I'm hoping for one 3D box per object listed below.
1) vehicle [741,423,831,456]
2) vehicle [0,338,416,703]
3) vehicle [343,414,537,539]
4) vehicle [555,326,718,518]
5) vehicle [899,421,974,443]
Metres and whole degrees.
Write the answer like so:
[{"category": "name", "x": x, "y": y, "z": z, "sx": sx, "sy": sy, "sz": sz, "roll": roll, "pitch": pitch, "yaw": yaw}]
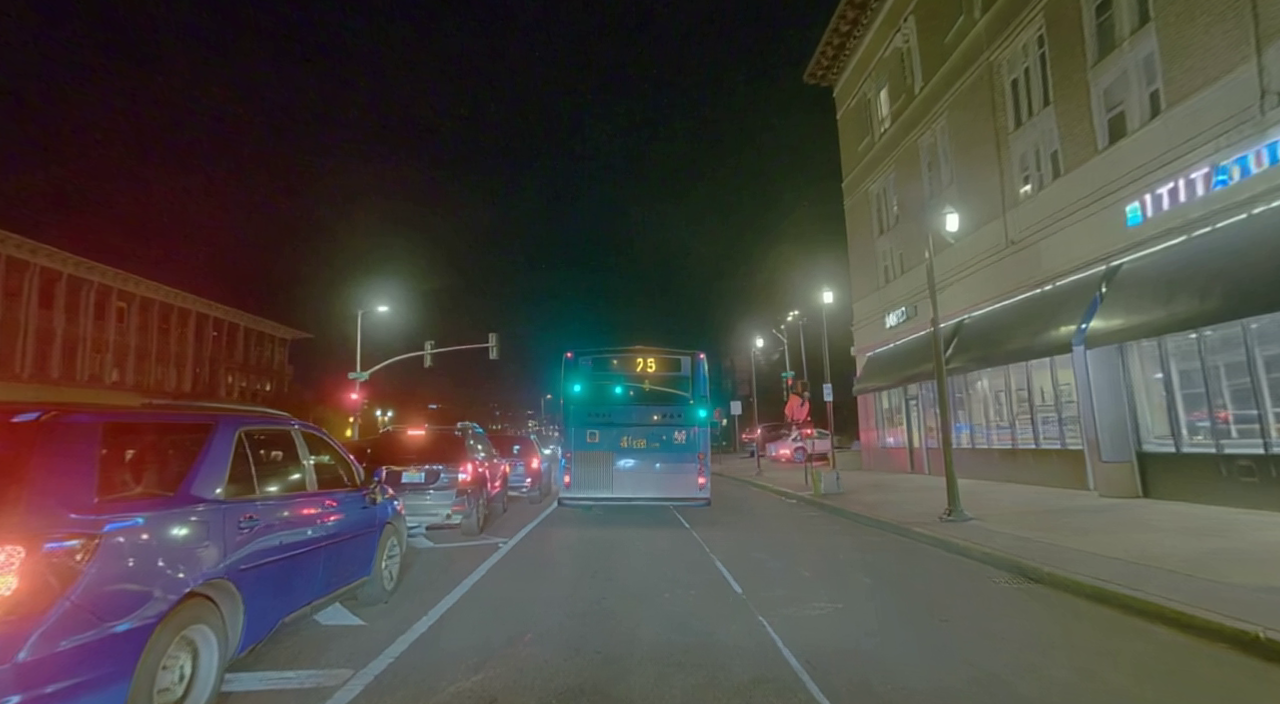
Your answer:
[{"category": "vehicle", "x": 9.940, "y": 6.043, "z": 43.493, "sx": 5.788, "sy": 2.165, "sz": 2.491, "roll": -2, "pitch": -9, "yaw": 10}, {"category": "vehicle", "x": -3.225, "y": 1.089, "z": 3.966, "sx": 2.020, "sy": 1.725, "sz": 4.384, "roll": 0, "pitch": -8, "yaw": 0}, {"category": "vehicle", "x": -3.346, "y": 2.195, "z": 11.771, "sx": 2.096, "sy": 1.828, "sz": 4.669, "roll": 0, "pitch": -8, "yaw": 0}, {"category": "vehicle", "x": -0.317, "y": 1.983, "z": 16.498, "sx": 2.938, "sy": 3.468, "sz": 9.972, "roll": 0, "pitch": -9, "yaw": -3}, {"category": "vehicle", "x": 22.243, "y": 6.024, "z": 47.471, "sx": 4.827, "sy": 1.555, "sz": 1.863, "roll": 1, "pitch": -9, "yaw": -7}]
